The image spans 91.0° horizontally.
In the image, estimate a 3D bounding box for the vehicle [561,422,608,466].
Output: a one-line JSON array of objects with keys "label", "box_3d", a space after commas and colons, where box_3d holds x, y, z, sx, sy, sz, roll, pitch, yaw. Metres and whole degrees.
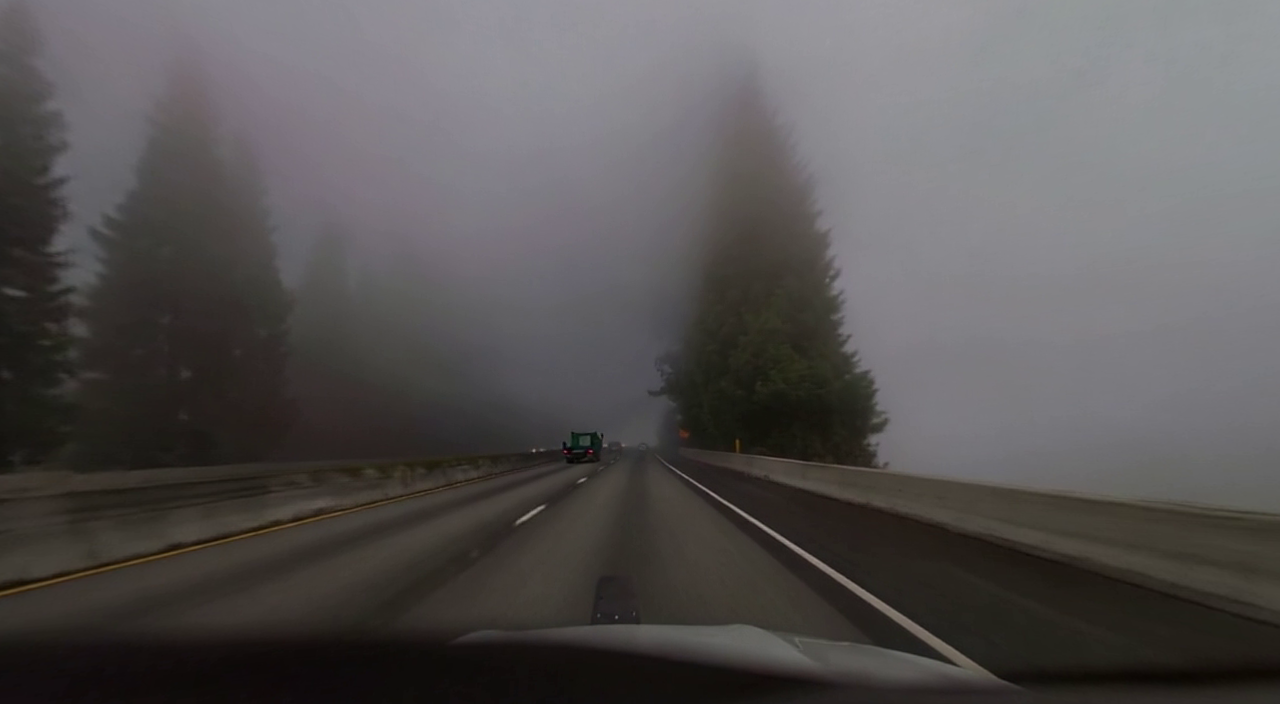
[{"label": "vehicle", "box_3d": [-3.477, 5.910, 40.466, 2.484, 2.625, 5.907, 0, -8, 0]}]
